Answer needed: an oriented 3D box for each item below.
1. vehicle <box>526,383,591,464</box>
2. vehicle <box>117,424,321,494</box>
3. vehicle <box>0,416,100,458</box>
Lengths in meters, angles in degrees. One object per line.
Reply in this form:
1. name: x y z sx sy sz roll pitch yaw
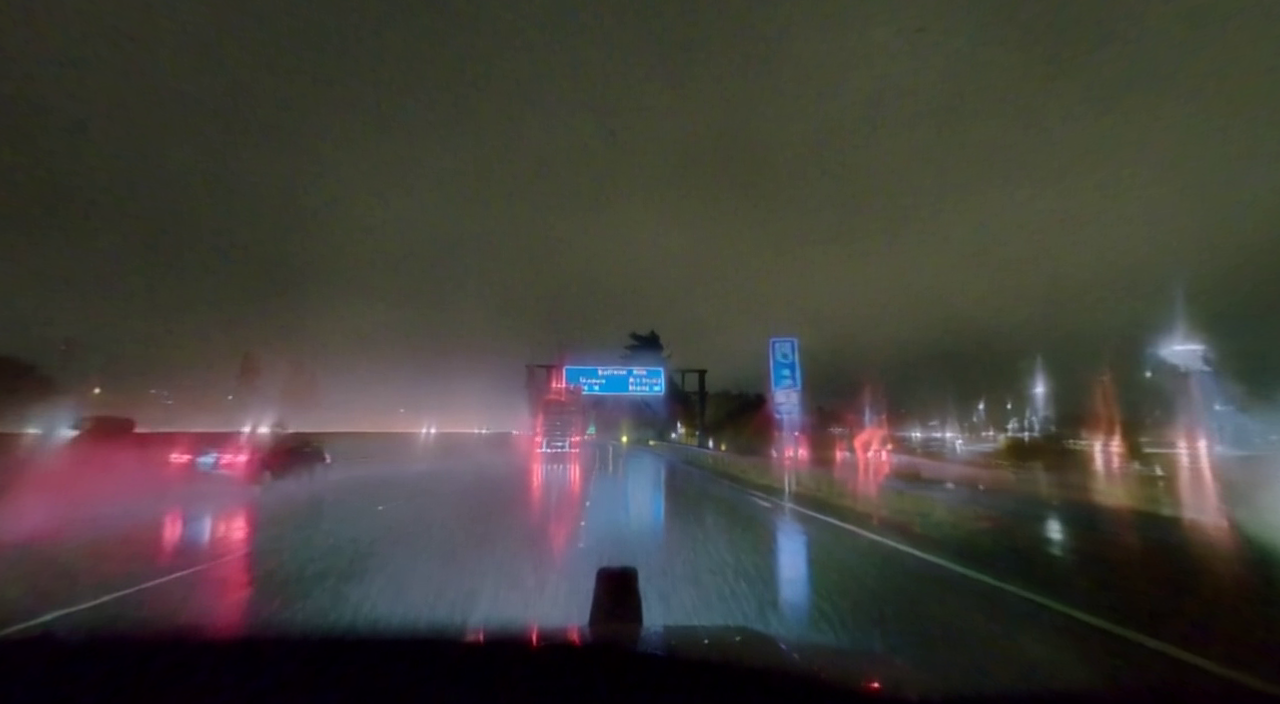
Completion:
1. vehicle: -4.513 4.417 37.407 3.002 3.987 12.477 1 -8 -4
2. vehicle: -10.558 2.697 16.375 2.138 1.531 4.864 0 -8 -3
3. vehicle: -24.125 3.335 24.751 1.871 1.498 4.540 0 -8 -4
